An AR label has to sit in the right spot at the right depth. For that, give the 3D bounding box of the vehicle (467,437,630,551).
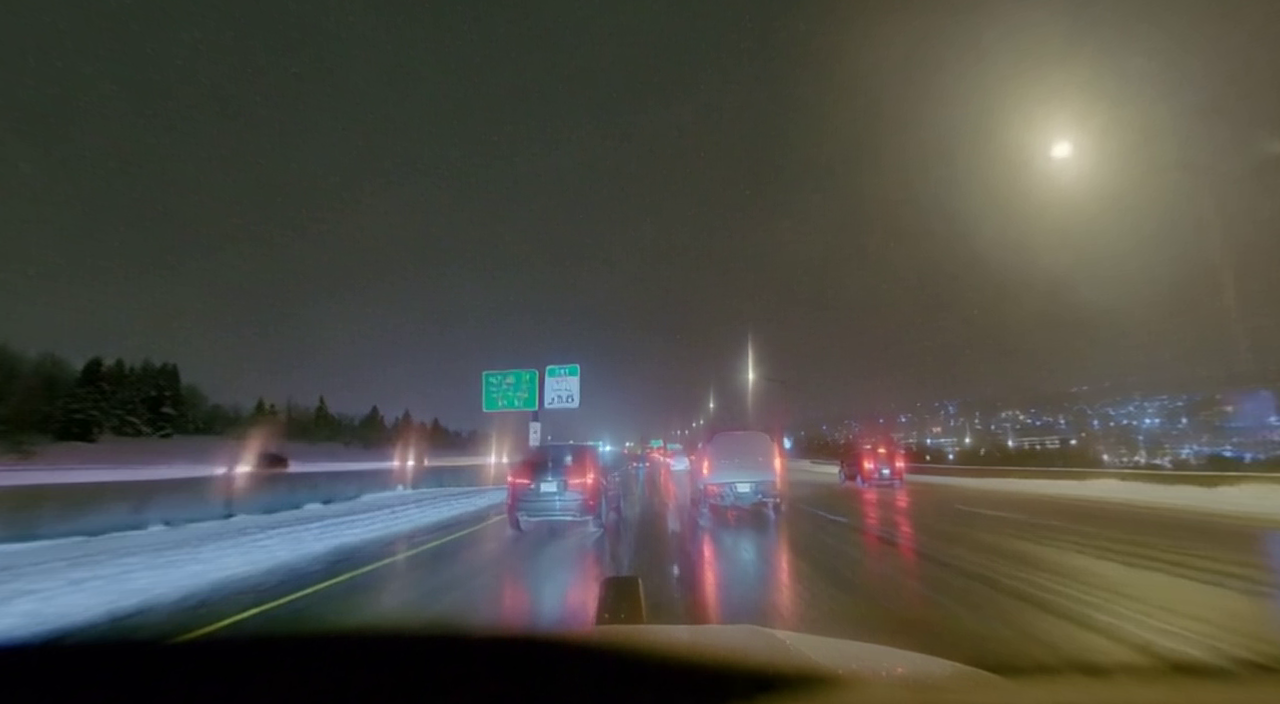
[{"bbox_3d":[-1.385,2.406,11.368,2.099,1.640,4.134,-1,-9,3],"label":"vehicle"}]

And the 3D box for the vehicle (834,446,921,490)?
[{"bbox_3d":[10.292,5.038,27.662,2.133,1.770,4.537,0,-9,2],"label":"vehicle"}]

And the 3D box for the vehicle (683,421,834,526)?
[{"bbox_3d":[2.541,2.851,15.416,2.732,2.065,5.826,0,-9,2],"label":"vehicle"}]

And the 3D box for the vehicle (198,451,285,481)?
[{"bbox_3d":[-23.452,6.707,37.159,1.978,1.605,4.626,0,-9,2],"label":"vehicle"}]
